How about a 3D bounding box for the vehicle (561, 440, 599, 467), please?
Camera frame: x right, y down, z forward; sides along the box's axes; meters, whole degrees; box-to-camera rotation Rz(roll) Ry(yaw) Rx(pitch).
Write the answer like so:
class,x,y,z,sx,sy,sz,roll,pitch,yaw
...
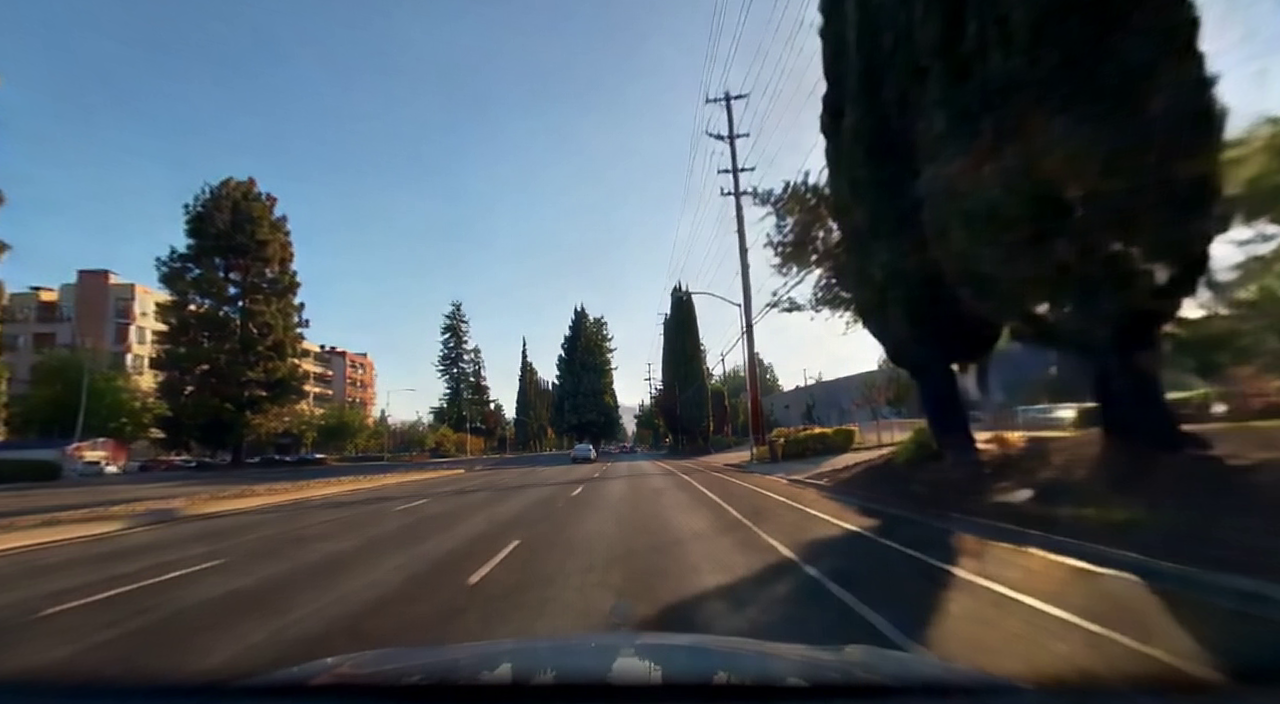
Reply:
class,x,y,z,sx,sy,sz,roll,pitch,yaw
vehicle,-3.858,6.577,41.128,2.121,1.654,3.993,0,-8,-1
